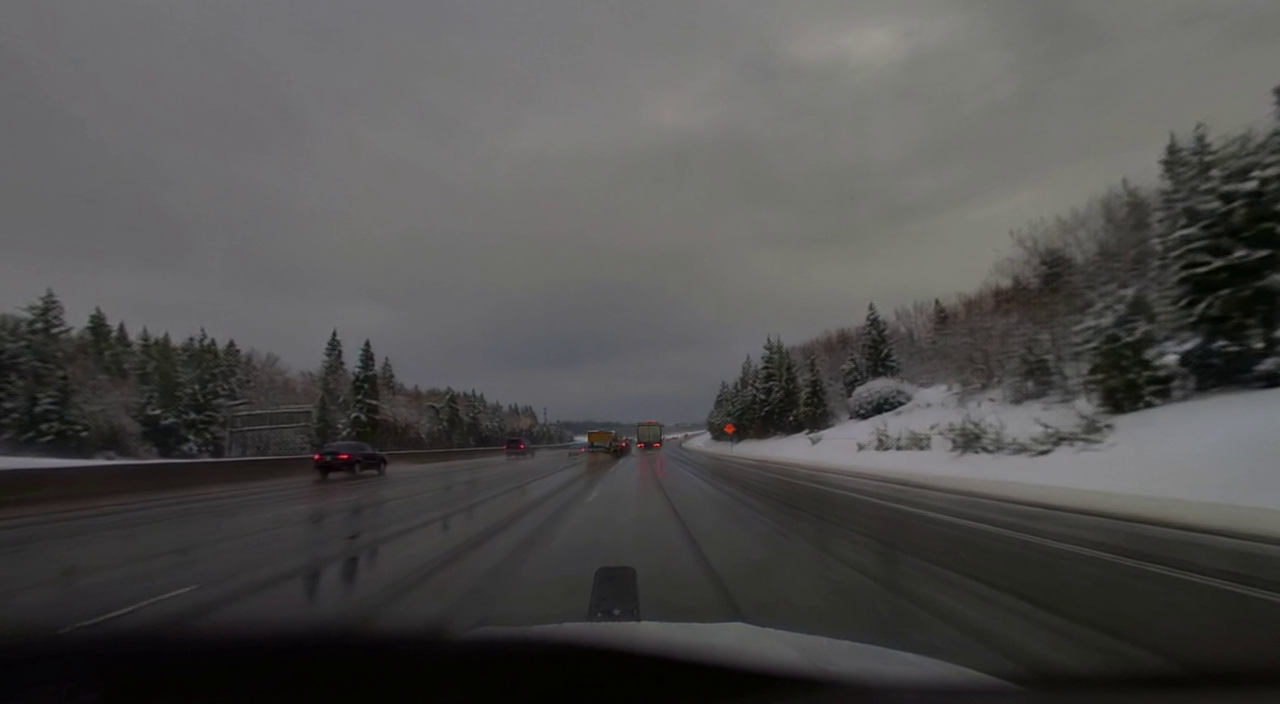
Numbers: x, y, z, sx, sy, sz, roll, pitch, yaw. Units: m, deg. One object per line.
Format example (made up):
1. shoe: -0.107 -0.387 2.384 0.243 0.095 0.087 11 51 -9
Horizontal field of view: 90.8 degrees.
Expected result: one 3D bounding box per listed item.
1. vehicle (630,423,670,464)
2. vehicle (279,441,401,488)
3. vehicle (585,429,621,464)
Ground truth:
1. vehicle: 0.800 7.007 48.484 2.768 2.854 6.757 1 -8 1
2. vehicle: -10.240 3.860 22.068 1.952 1.457 4.689 0 -8 0
3. vehicle: -2.804 7.285 48.840 2.328 2.519 5.238 0 -8 2
